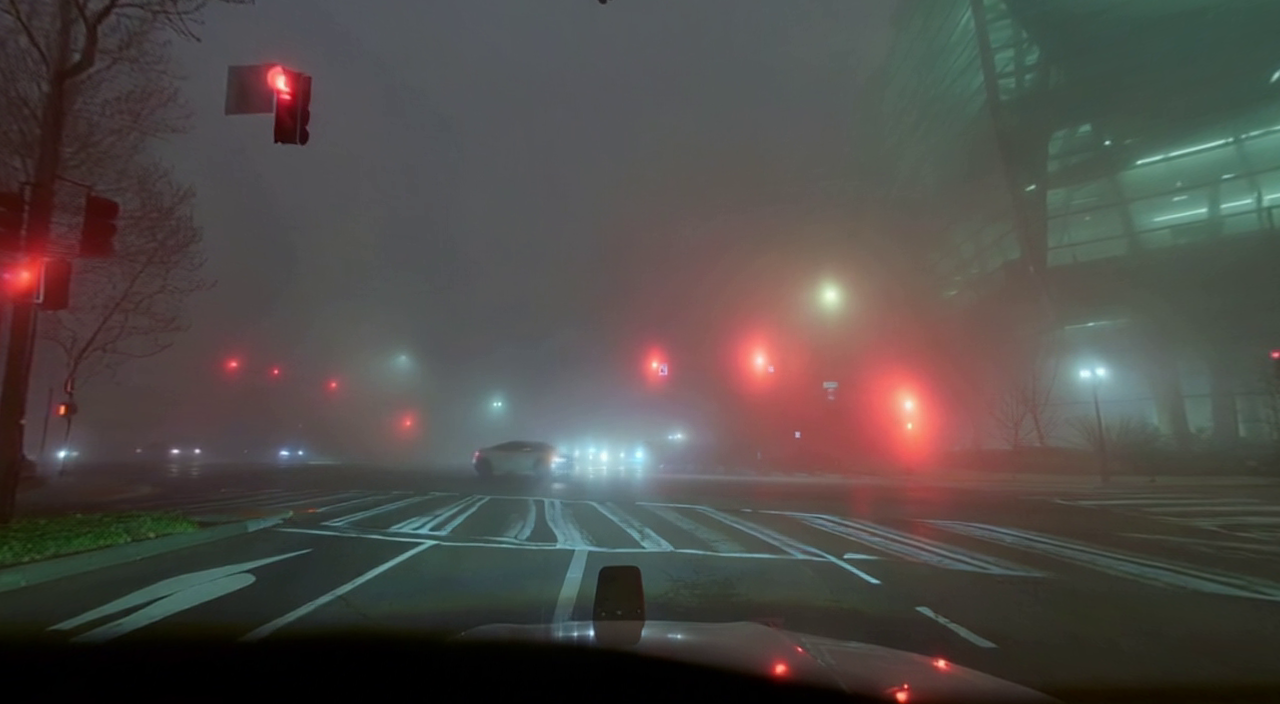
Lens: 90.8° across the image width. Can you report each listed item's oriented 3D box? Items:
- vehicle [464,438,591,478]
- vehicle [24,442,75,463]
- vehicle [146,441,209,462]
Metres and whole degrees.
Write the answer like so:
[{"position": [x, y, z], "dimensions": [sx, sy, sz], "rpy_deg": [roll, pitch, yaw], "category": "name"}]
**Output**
[{"position": [-4.800, 4.421, 26.651], "dimensions": [5.408, 1.505, 2.091], "rpy_deg": [-6, -10, 36], "category": "vehicle"}, {"position": [-40.922, 6.953, 43.744], "dimensions": [4.323, 1.390, 1.953], "rpy_deg": [-7, -11, 39], "category": "vehicle"}, {"position": [-32.717, 7.015, 44.630], "dimensions": [4.380, 1.455, 1.869], "rpy_deg": [-5, -10, 30], "category": "vehicle"}]
